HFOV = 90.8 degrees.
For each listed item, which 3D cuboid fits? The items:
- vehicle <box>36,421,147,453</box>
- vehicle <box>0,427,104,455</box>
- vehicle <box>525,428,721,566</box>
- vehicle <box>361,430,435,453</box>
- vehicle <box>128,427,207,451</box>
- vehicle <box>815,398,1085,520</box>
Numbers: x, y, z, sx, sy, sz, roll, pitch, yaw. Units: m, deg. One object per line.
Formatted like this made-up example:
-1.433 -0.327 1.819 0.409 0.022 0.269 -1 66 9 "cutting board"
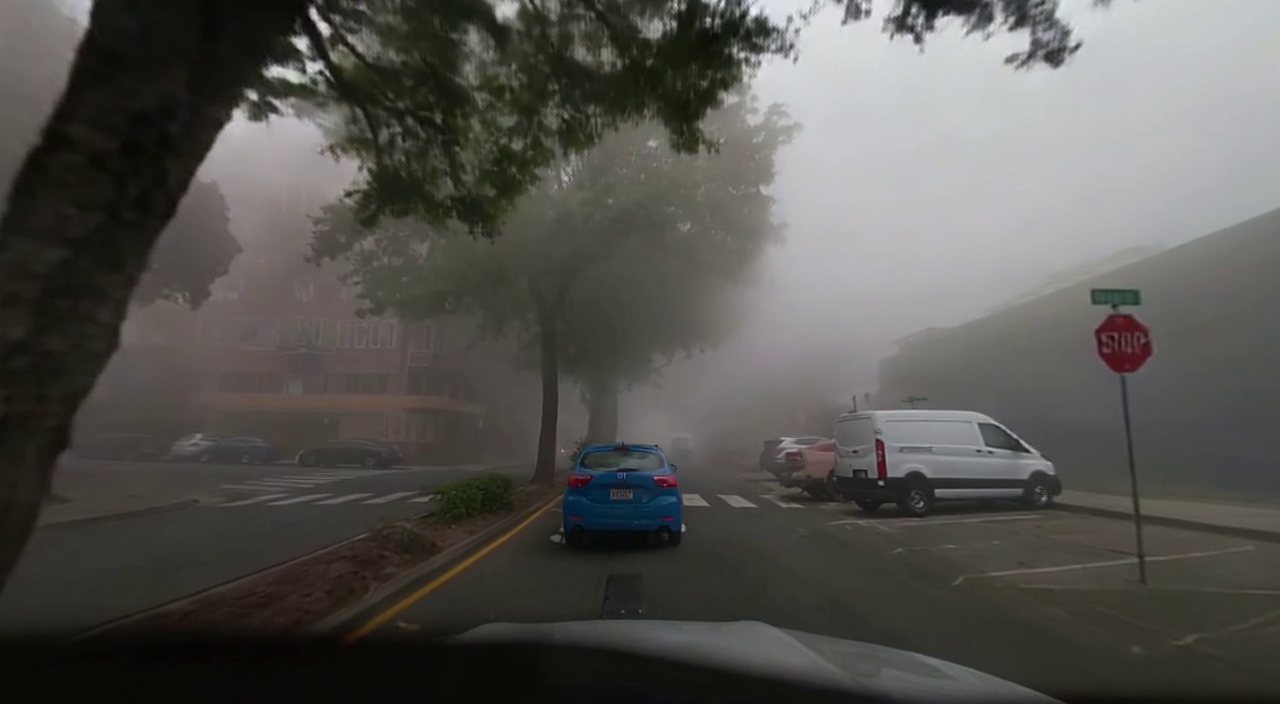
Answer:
-31.962 4.998 36.909 4.438 1.814 2.044 0 -9 -2 "vehicle"
-31.925 4.785 34.046 4.168 1.458 1.904 0 -9 -3 "vehicle"
-0.242 1.876 9.013 2.065 1.450 4.522 0 -9 -2 "vehicle"
-18.537 6.869 48.522 4.892 1.679 1.927 1 -9 -7 "vehicle"
-31.962 5.892 42.803 3.915 1.574 1.850 0 -9 3 "vehicle"
6.588 2.215 13.397 5.385 2.146 2.143 4 -9 -26 "vehicle"
